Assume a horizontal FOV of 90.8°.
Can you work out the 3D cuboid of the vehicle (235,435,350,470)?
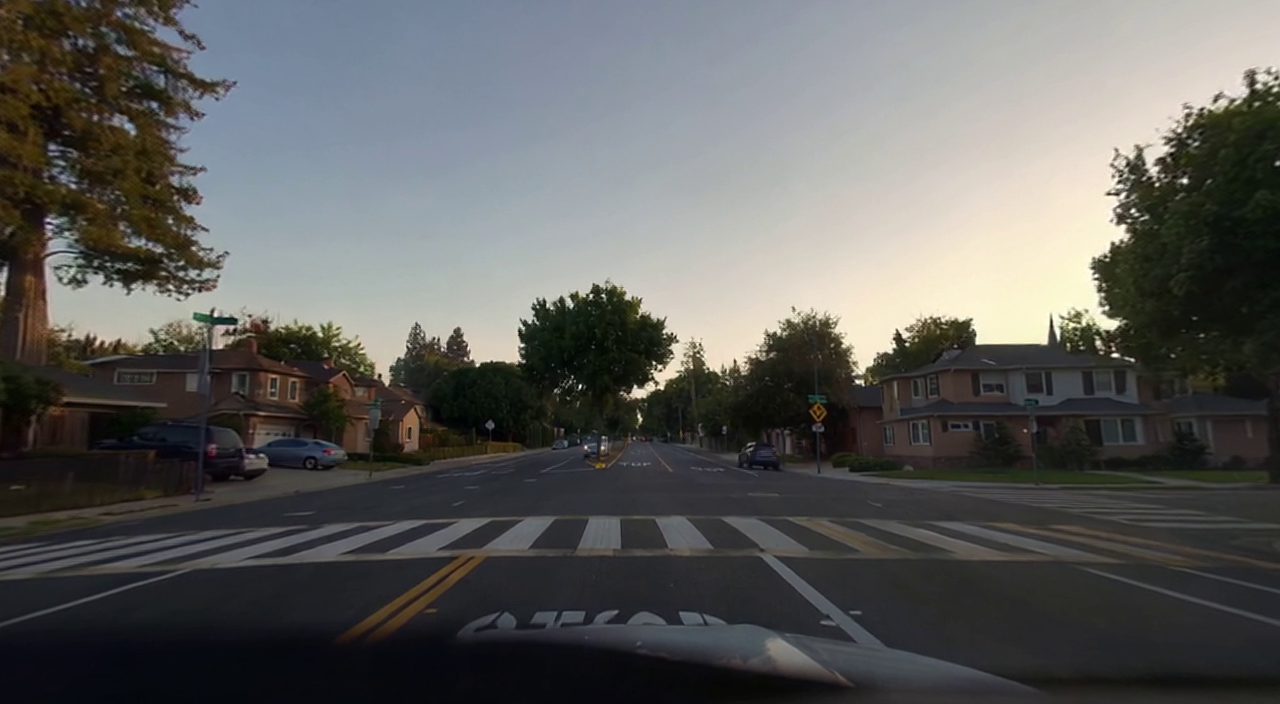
[{"bbox_3d":[-17.942,5.187,32.796,4.743,1.734,1.994,0,-9,0],"label":"vehicle"}]

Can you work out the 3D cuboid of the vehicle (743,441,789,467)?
[{"bbox_3d":[8.008,6.539,40.561,2.029,1.554,4.705,0,-9,1],"label":"vehicle"}]

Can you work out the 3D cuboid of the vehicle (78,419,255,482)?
[{"bbox_3d":[-17.923,3.762,24.151,4.800,2.259,2.303,0,-9,-1],"label":"vehicle"}]

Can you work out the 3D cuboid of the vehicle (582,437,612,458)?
[{"bbox_3d":[-3.192,7.219,47.932,2.014,1.499,3.999,0,-9,0],"label":"vehicle"}]
